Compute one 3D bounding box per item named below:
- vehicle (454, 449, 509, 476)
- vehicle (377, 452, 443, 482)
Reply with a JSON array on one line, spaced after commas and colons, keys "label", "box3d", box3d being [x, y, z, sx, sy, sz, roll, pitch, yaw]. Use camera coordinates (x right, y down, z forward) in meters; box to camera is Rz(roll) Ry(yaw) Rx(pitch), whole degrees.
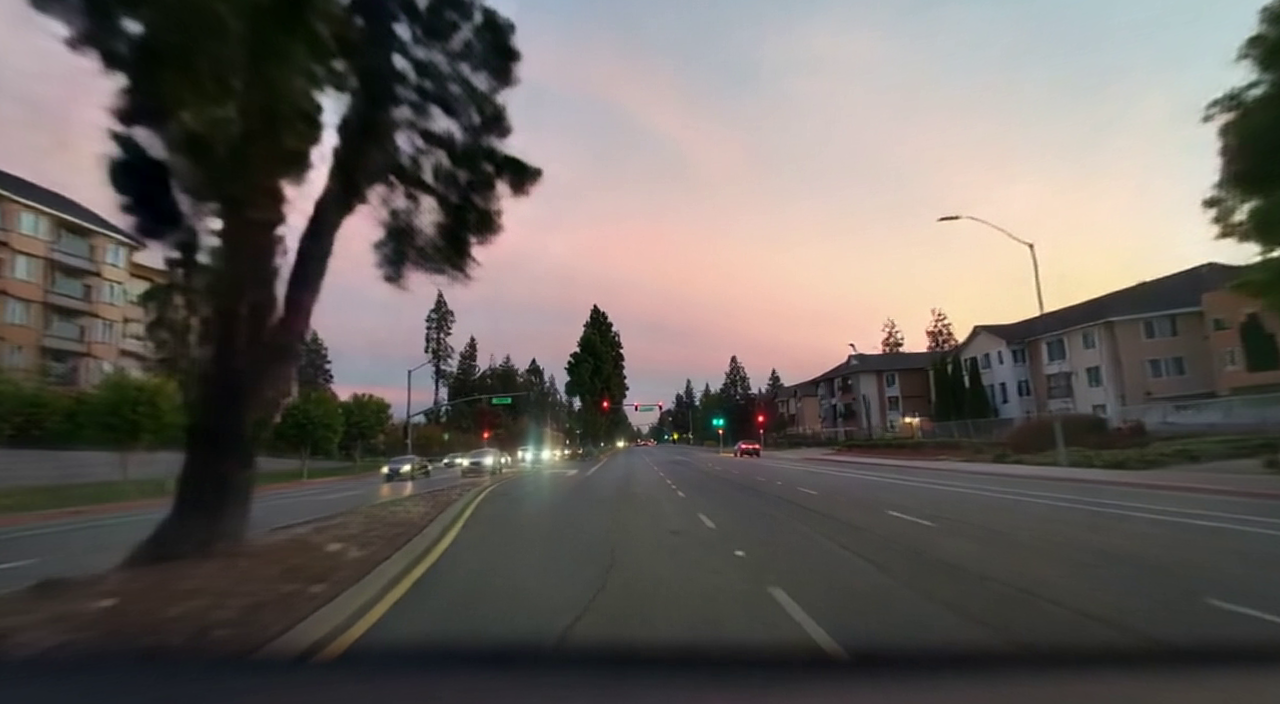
[{"label": "vehicle", "box3d": [-9.259, 6.500, 37.352, 2.140, 1.460, 4.449, 0, -9, 0]}, {"label": "vehicle", "box3d": [-12.735, 6.395, 35.340, 1.973, 1.485, 4.616, 0, -9, 0]}]
